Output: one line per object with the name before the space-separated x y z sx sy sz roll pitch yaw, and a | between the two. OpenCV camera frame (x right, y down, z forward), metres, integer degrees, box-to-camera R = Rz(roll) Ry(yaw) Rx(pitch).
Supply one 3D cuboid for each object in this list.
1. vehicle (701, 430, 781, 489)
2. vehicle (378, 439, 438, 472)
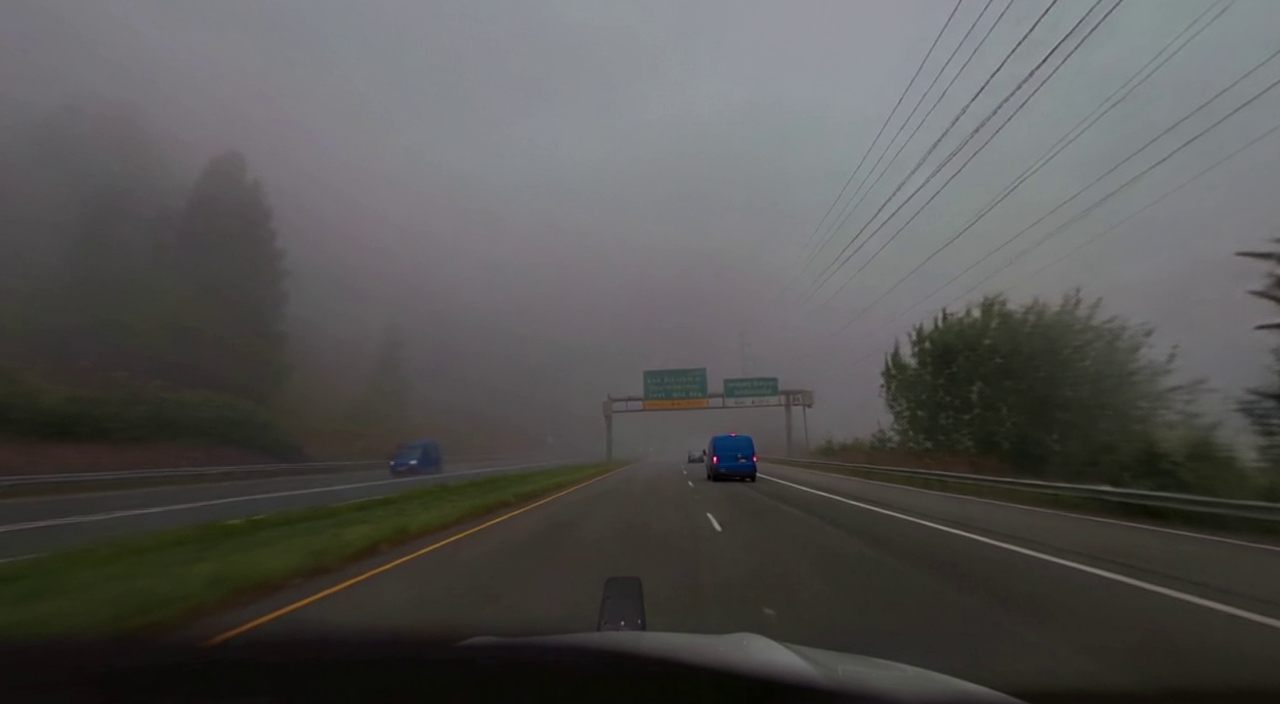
vehicle | 3.657 4.024 23.872 2.261 1.969 5.104 0 -9 1
vehicle | -15.994 7.177 43.699 2.055 2.164 4.594 -1 -9 5
